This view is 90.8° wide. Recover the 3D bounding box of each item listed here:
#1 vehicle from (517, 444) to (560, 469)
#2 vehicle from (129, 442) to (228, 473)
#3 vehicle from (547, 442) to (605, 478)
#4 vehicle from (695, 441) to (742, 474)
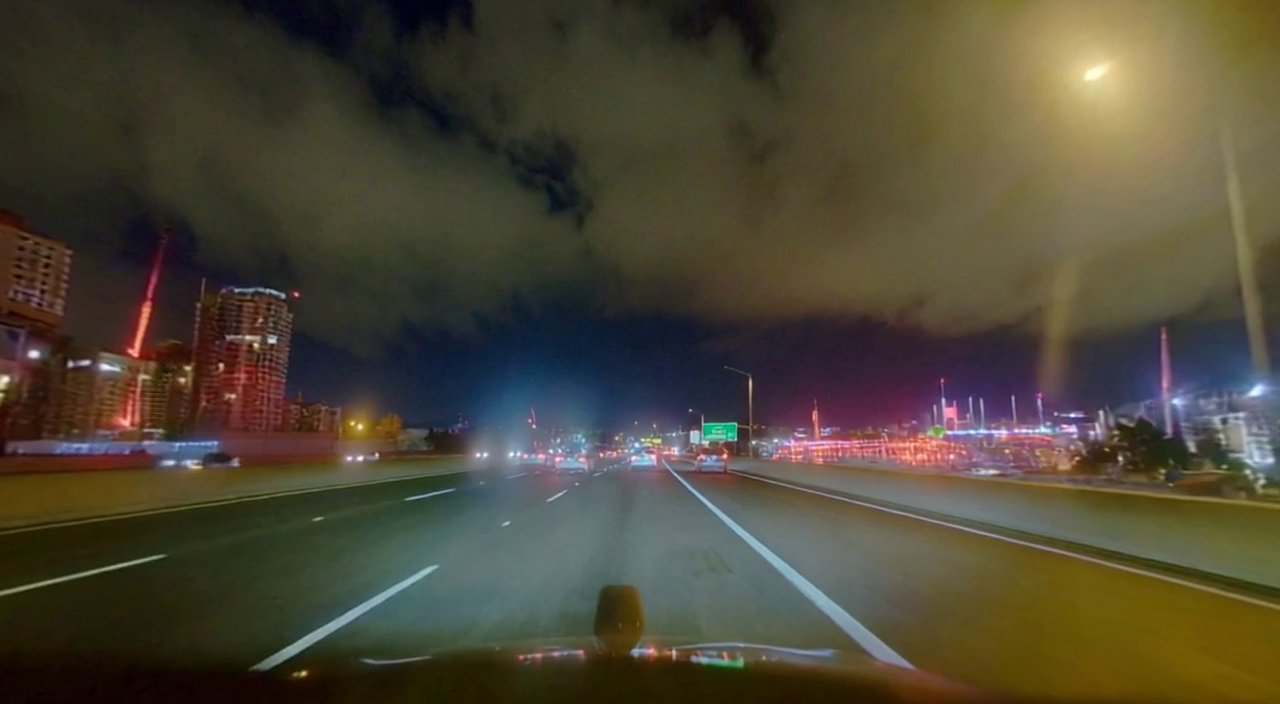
[{"bbox_3d":[-6.569,6.829,41.329,1.951,1.528,4.209,-1,-8,3],"label":"vehicle"},{"bbox_3d":[-26.863,6.124,37.021,1.961,1.662,4.896,-1,-9,3],"label":"vehicle"},{"bbox_3d":[-2.860,4.961,29.213,2.136,1.512,4.488,-1,-8,1],"label":"vehicle"},{"bbox_3d":[3.985,5.413,32.671,1.978,1.602,4.092,0,-8,1],"label":"vehicle"}]
